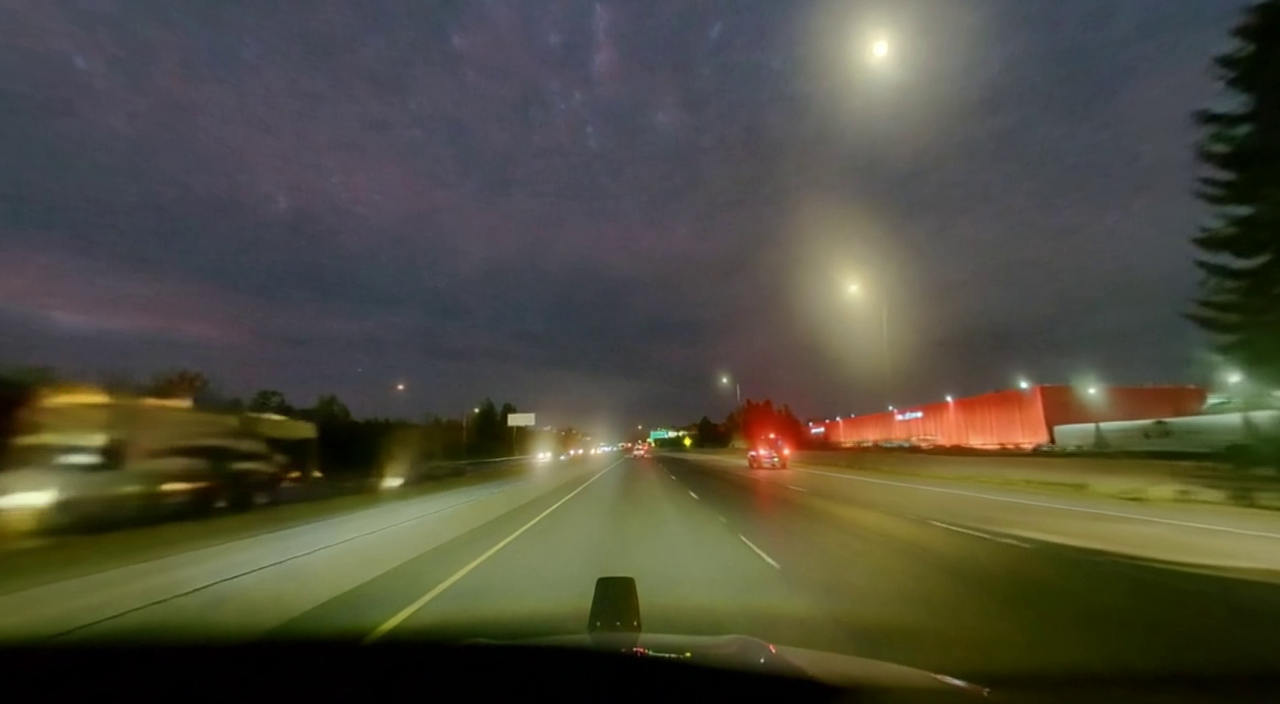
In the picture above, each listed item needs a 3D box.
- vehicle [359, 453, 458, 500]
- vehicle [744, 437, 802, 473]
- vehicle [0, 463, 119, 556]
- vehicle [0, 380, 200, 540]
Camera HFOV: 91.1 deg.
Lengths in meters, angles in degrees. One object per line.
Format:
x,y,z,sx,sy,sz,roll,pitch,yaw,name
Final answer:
-8.297,4.468,22.973,1.966,1.472,4.414,0,-9,0,vehicle
7.582,5.933,36.374,2.156,1.943,5.010,0,-9,-1,vehicle
-11.780,2.719,10.725,1.875,1.508,4.592,0,-9,-1,vehicle
-15.813,2.896,17.301,2.948,3.616,5.901,0,-9,0,vehicle
